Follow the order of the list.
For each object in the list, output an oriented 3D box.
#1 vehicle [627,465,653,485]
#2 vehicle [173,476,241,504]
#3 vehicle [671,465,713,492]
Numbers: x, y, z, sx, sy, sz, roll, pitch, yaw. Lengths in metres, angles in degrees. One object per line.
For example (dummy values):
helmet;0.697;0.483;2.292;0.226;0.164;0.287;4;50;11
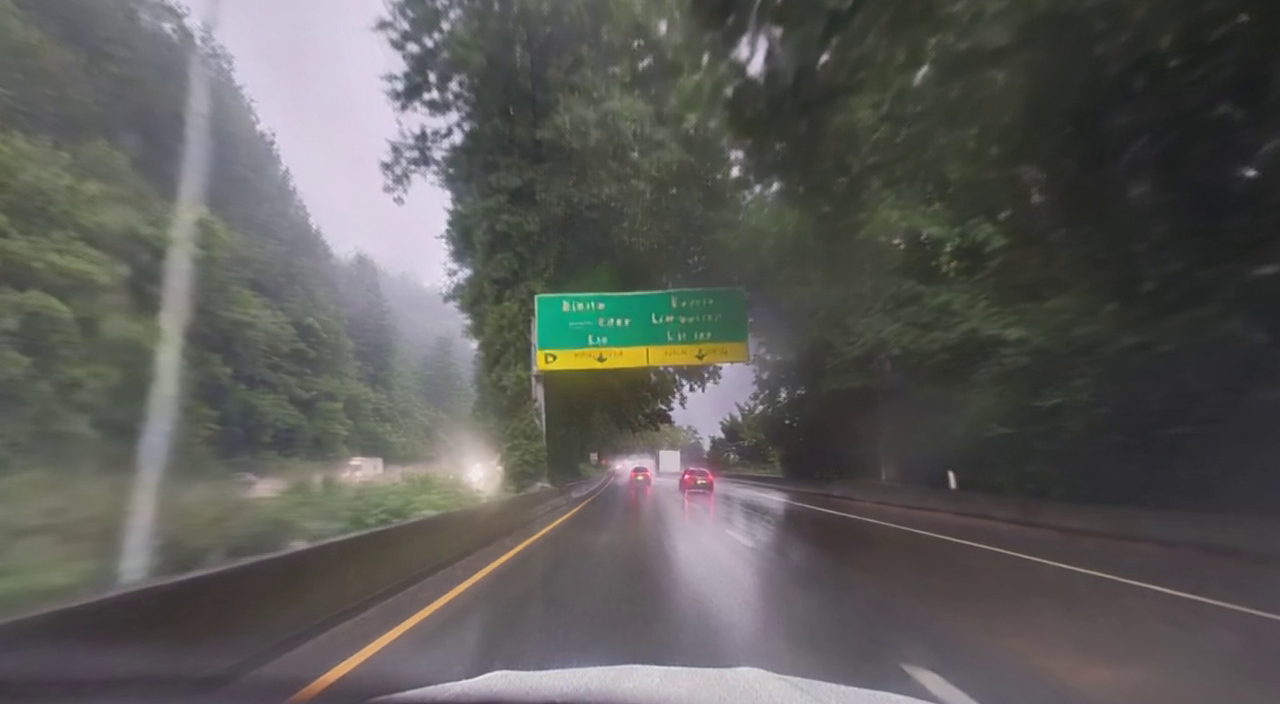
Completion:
vehicle;-0.036;9.535;48.881;1.980;1.483;3.865;1;-10;-1
vehicle;-24.548;7.811;35.878;1.738;1.460;3.734;2;-11;-11
vehicle;2.987;7.401;37.091;1.976;1.467;3.783;1;-10;-3
